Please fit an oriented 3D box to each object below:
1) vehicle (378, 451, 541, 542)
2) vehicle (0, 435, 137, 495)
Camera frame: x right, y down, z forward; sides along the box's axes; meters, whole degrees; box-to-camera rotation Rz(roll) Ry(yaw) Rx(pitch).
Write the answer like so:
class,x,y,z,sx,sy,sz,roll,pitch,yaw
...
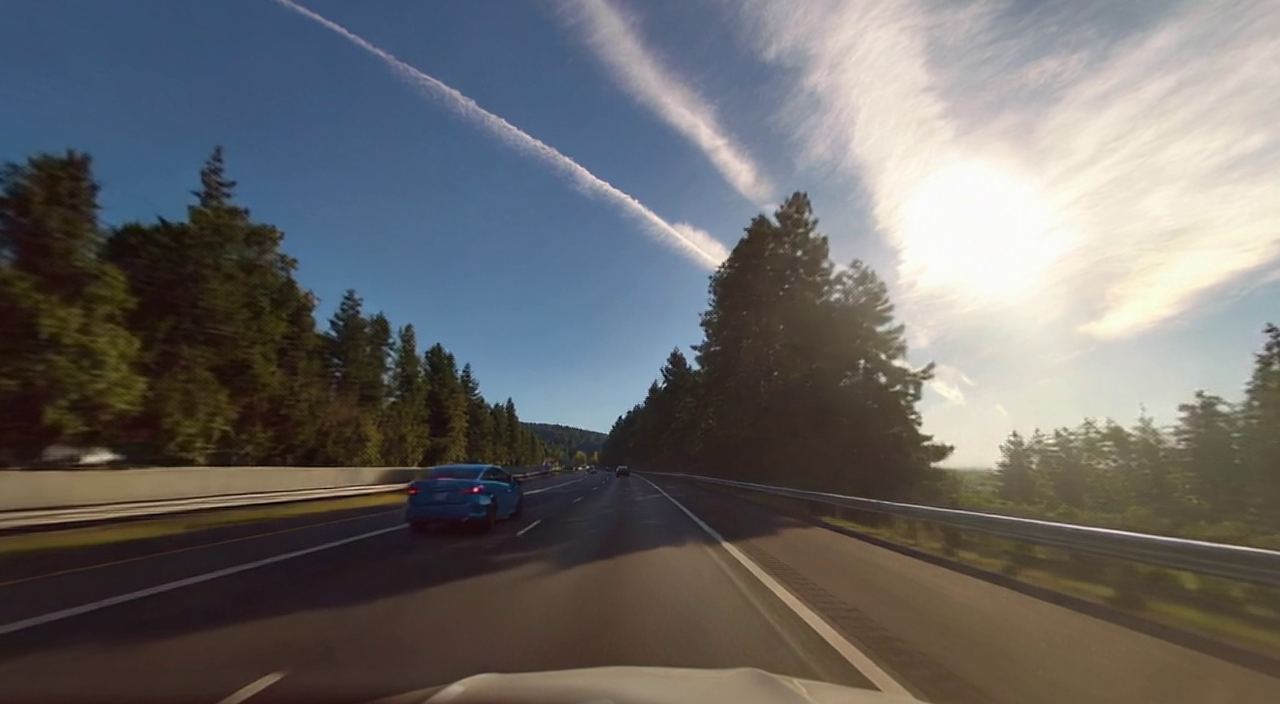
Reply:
class,x,y,z,sx,sy,sz,roll,pitch,yaw
vehicle,-3.309,2.762,12.412,2.040,1.465,3.744,1,-11,0
vehicle,-17.329,3.282,18.301,1.872,1.501,4.234,1,-11,0
